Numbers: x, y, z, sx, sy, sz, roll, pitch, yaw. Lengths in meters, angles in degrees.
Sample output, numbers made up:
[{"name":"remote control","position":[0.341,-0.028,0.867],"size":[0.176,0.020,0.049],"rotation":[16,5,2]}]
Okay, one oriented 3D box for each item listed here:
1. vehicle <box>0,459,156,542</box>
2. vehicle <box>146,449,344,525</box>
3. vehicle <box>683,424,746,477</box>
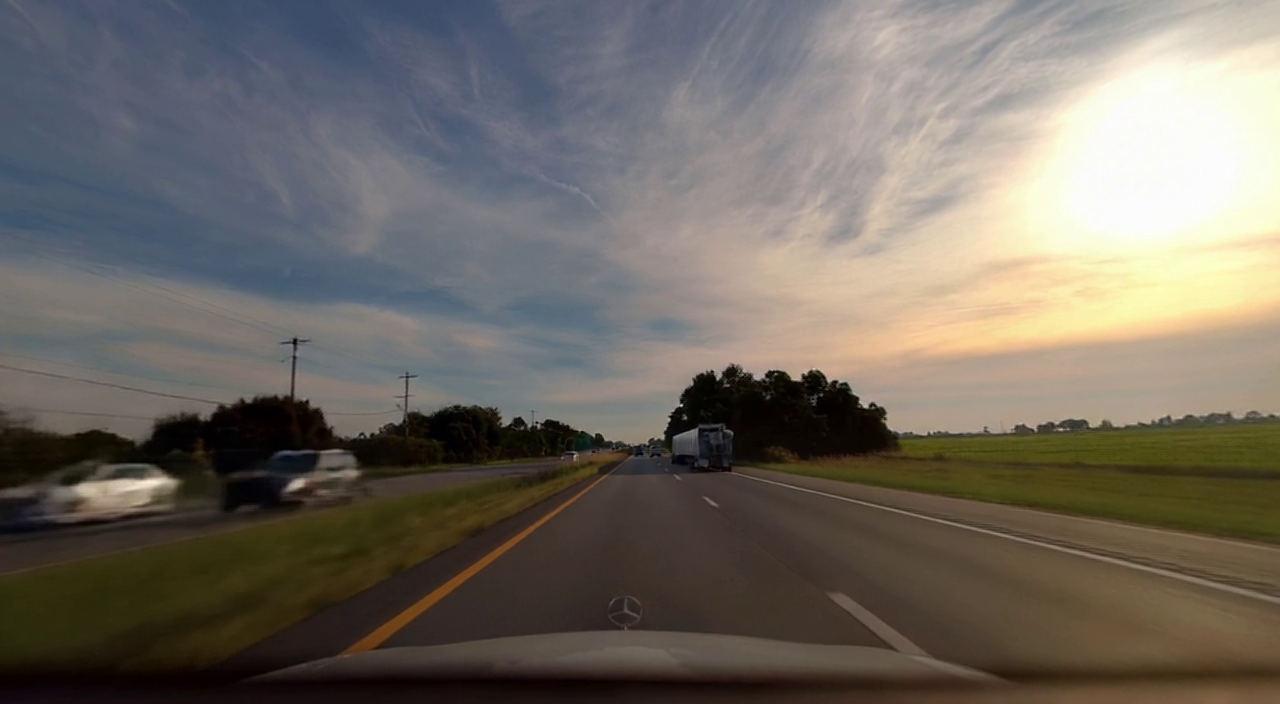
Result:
[{"name":"vehicle","position":[-12.573,2.989,13.114],"size":[1.841,1.447,3.943],"rotation":[0,-9,0]},{"name":"vehicle","position":[-9.101,3.103,15.067],"size":[1.989,1.540,4.178],"rotation":[0,-9,0]},{"name":"vehicle","position":[3.854,5.269,33.832],"size":[2.472,2.562,5.594],"rotation":[0,-9,-2]}]
